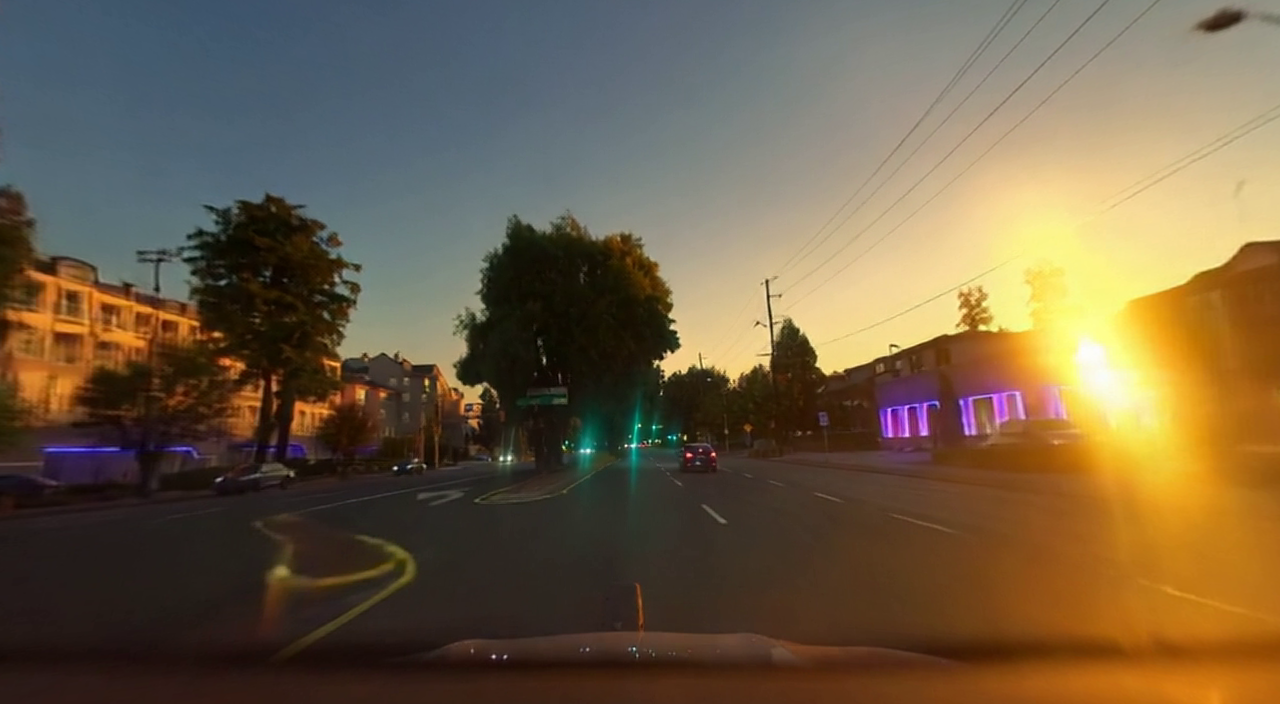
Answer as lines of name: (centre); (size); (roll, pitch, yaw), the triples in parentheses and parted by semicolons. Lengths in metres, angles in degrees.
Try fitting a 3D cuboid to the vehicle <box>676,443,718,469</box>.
vehicle: (3.286, 6.018, 36.936); (1.929, 1.411, 4.284); (0, -8, -2)
